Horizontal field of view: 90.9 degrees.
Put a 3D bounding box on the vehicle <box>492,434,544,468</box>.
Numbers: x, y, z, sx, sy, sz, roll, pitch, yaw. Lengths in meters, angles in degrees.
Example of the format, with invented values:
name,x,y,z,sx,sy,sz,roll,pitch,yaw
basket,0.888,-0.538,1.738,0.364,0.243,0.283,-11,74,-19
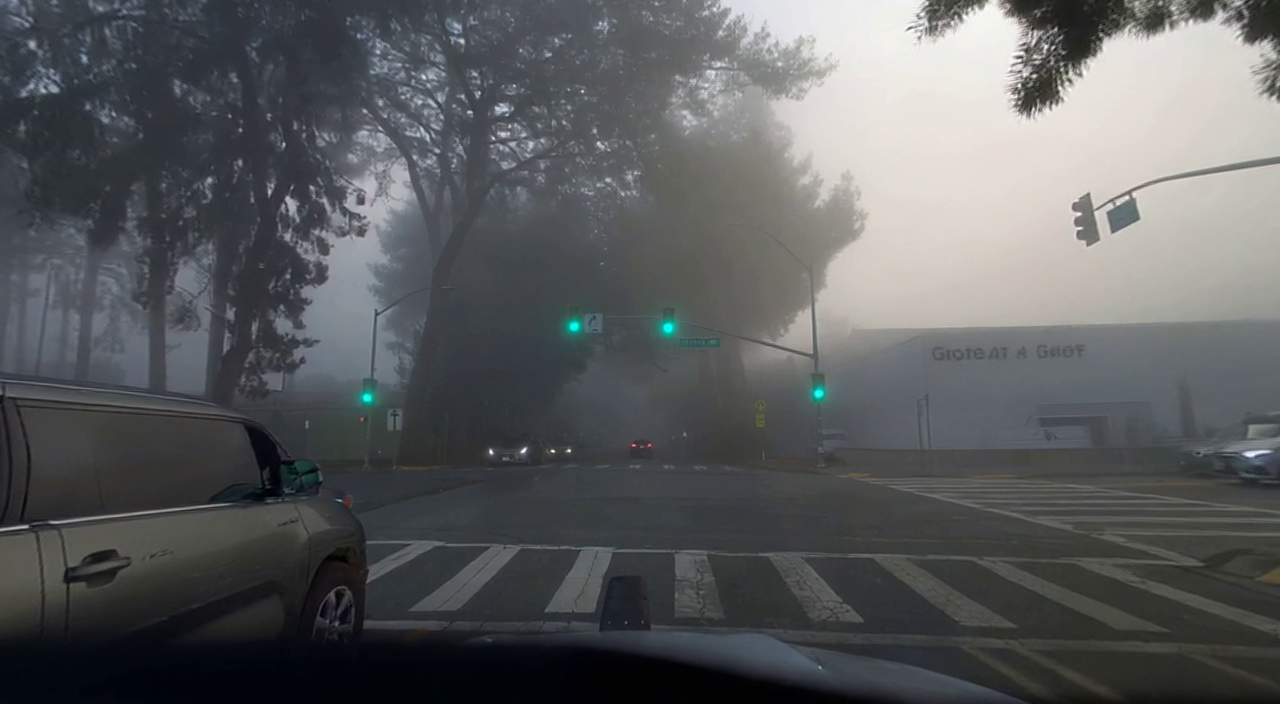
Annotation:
name,x,y,z,sx,sy,sz,roll,pitch,yaw
vehicle,-7.162,5.856,37.459,2.081,1.818,4.782,0,-8,1

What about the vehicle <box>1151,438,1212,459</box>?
name,x,y,z,sx,sy,sz,roll,pitch,yaw
vehicle,41.115,7.352,48.004,1.767,1.456,4.191,-4,-10,15

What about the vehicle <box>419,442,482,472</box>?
name,x,y,z,sx,sy,sz,roll,pitch,yaw
vehicle,-10.639,5.916,35.719,2.041,1.548,4.868,0,-8,0

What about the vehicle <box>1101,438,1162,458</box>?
name,x,y,z,sx,sy,sz,roll,pitch,yaw
vehicle,38.492,7.526,49.507,1.837,1.514,4.786,-2,-9,13

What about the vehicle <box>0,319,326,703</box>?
name,x,y,z,sx,sy,sz,roll,pitch,yaw
vehicle,-3.479,0.811,2.684,2.000,1.789,4.638,0,-8,-2

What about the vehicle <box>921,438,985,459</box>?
name,x,y,z,sx,sy,sz,roll,pitch,yaw
vehicle,21.495,6.637,43.364,3.576,1.425,1.702,2,-9,-12
